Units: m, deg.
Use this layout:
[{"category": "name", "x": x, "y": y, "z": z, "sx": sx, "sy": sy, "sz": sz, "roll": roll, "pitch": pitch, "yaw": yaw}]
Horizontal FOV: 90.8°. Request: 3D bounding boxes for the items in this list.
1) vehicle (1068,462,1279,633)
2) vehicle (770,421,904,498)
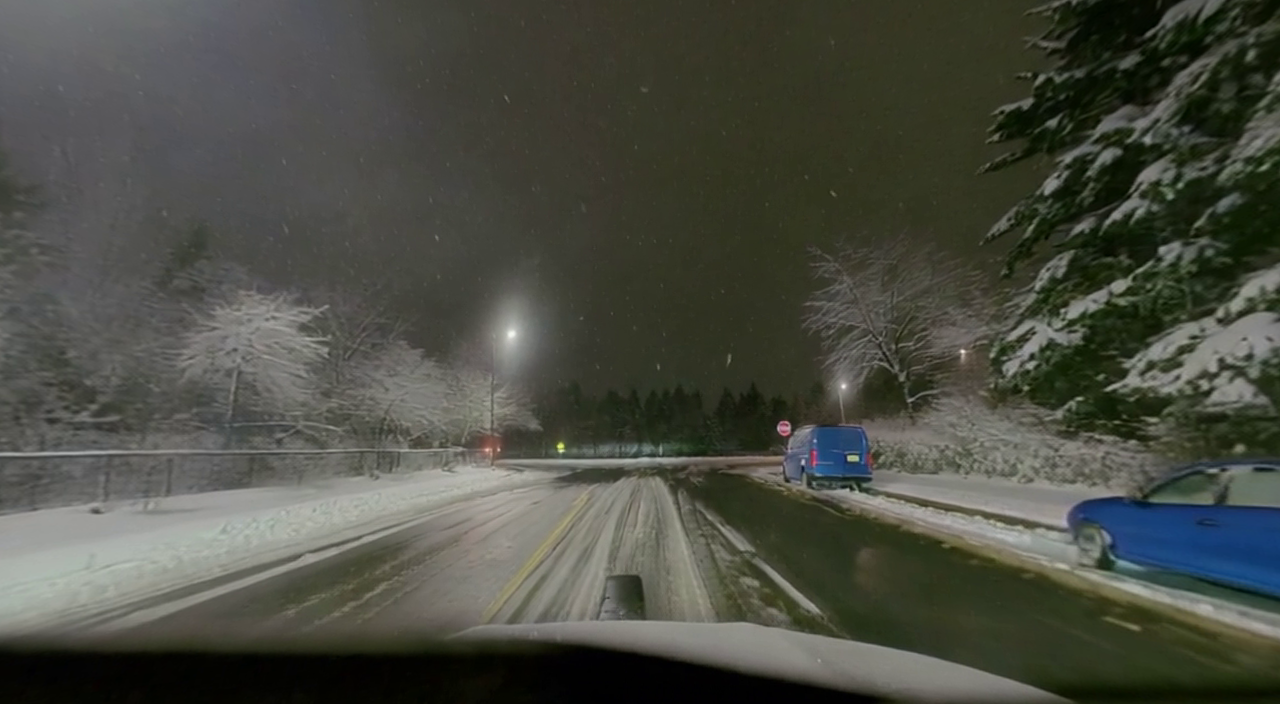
[{"category": "vehicle", "x": 6.027, "y": 1.619, "z": 5.296, "sx": 1.970, "sy": 1.269, "sz": 4.199, "roll": 0, "pitch": -8, "yaw": 1}, {"category": "vehicle", "x": 6.411, "y": 3.609, "z": 21.621, "sx": 2.659, "sy": 2.245, "sz": 5.991, "roll": 0, "pitch": -8, "yaw": 0}]
